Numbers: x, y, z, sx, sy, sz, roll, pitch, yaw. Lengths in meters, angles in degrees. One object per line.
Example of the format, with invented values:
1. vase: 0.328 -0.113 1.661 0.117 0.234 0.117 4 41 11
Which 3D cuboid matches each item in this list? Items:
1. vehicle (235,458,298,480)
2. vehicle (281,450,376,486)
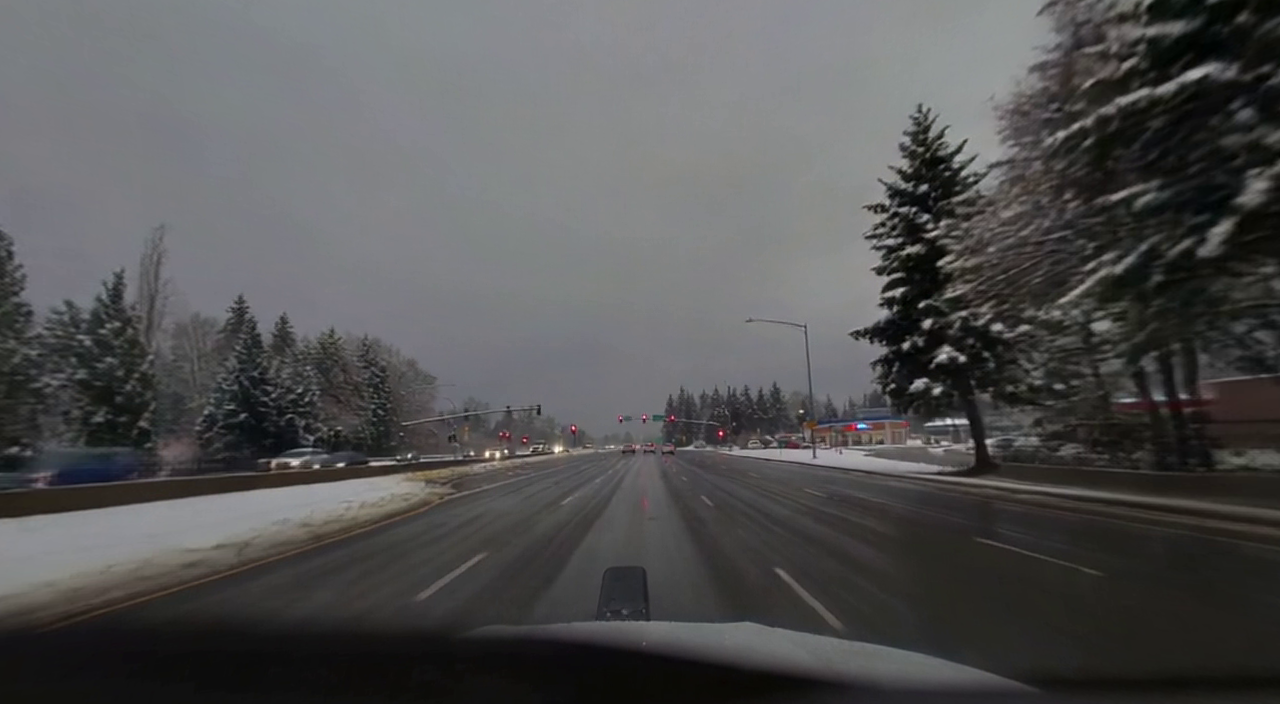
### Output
1. vehicle: -26.341 8.239 44.616 1.698 1.428 4.539 0 -9 0
2. vehicle: -14.032 5.229 28.754 1.951 1.470 4.673 0 -9 0
